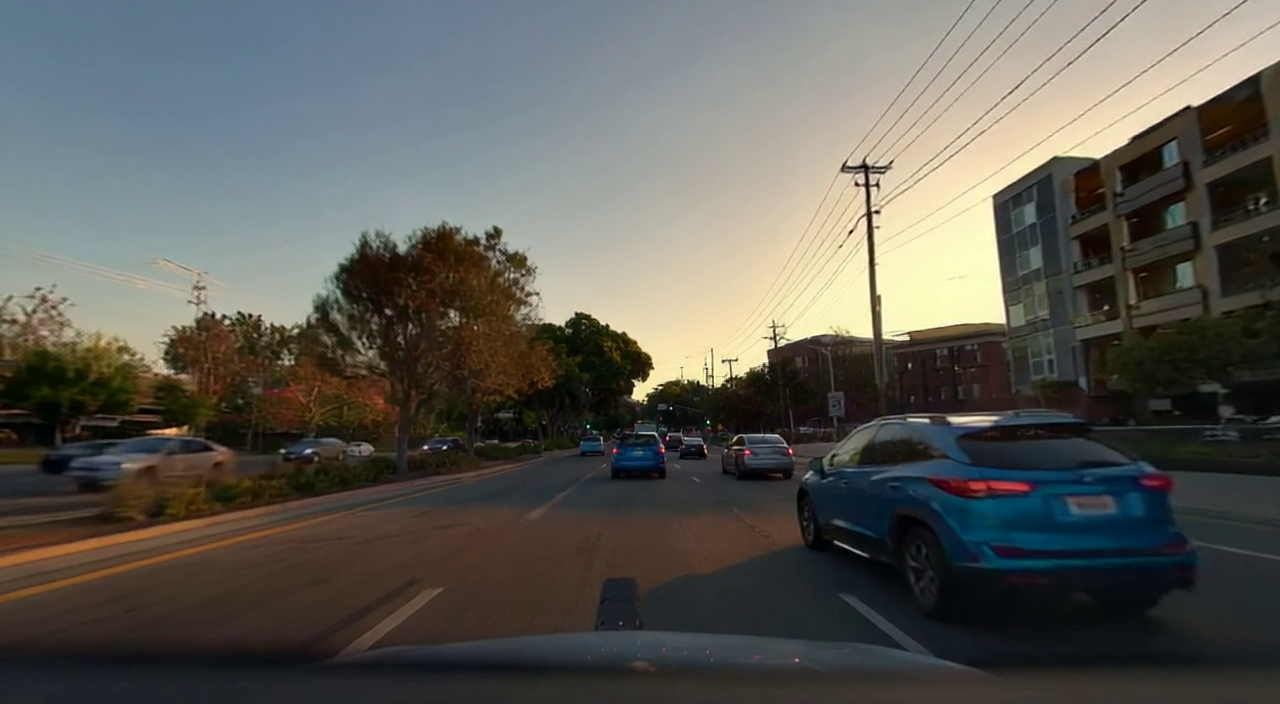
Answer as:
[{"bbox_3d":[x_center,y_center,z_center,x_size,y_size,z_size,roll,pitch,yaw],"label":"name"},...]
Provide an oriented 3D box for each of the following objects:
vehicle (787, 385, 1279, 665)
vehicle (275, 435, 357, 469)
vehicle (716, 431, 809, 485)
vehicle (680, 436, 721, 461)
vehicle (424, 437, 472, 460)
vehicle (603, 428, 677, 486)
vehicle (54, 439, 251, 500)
[{"bbox_3d":[3.131,1.376,6.205,2.123,1.657,4.719,0,-8,-2],"label":"vehicle"},{"bbox_3d":[-17.068,5.291,33.607,1.905,1.634,4.617,0,-8,0],"label":"vehicle"},{"bbox_3d":[3.825,3.403,20.573,2.086,1.534,4.351,0,-8,-1],"label":"vehicle"},{"bbox_3d":[3.699,5.990,39.221,2.054,1.461,4.321,0,-8,-1],"label":"vehicle"},{"bbox_3d":[-13.973,7.045,46.282,1.951,1.538,4.940,0,-8,1],"label":"vehicle"},{"bbox_3d":[-0.018,3.262,19.846,2.073,1.606,3.933,0,-8,-1],"label":"vehicle"},{"bbox_3d":[-13.272,3.199,17.671,1.932,1.455,4.485,0,-8,0],"label":"vehicle"}]
